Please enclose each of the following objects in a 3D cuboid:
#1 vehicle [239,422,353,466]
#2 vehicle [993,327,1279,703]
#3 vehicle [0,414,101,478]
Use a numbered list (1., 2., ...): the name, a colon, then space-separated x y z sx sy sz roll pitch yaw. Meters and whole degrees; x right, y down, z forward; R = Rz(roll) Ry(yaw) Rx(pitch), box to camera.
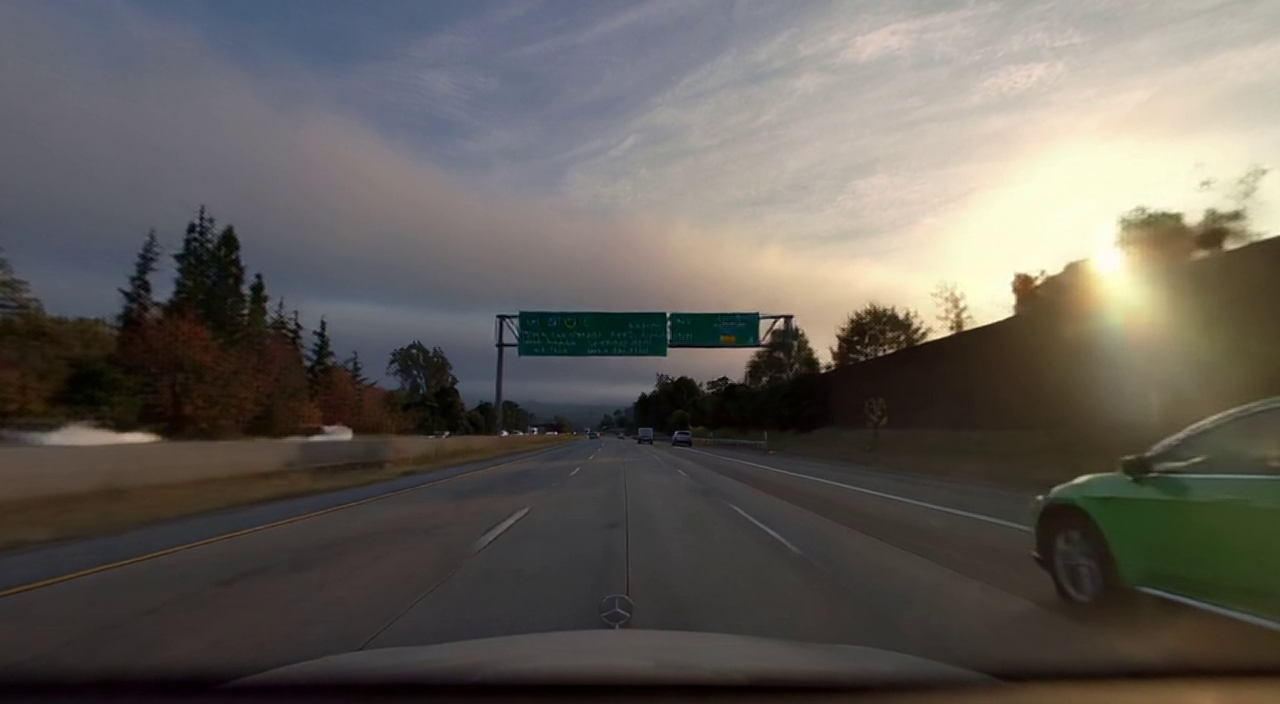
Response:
1. vehicle: -12.648 3.417 23.514 1.921 1.476 4.198 0 -8 -1
2. vehicle: 3.654 0.700 2.367 2.107 1.642 4.331 0 -8 0
3. vehicle: -15.795 2.292 15.438 1.750 1.471 3.894 0 -8 -1
